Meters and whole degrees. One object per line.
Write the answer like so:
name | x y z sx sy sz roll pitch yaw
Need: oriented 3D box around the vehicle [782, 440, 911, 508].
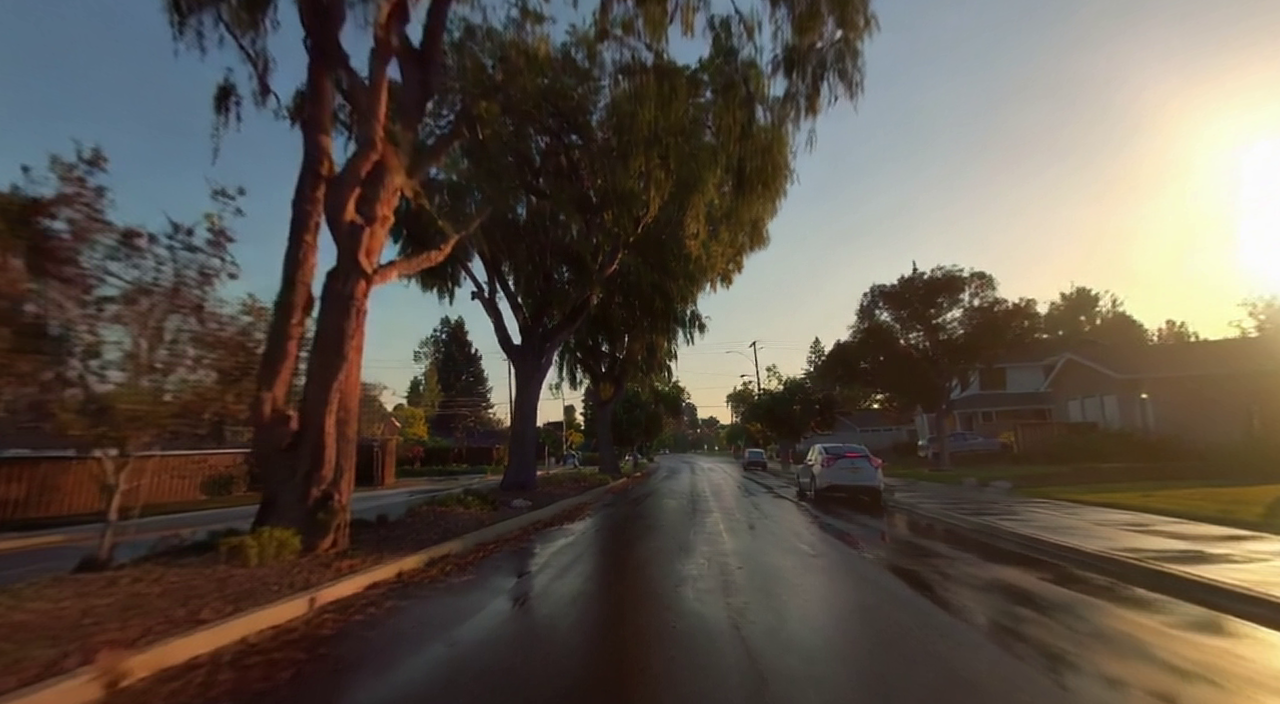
vehicle | 5.224 3.119 16.712 1.979 1.524 4.578 0 -8 2

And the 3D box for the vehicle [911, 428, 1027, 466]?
vehicle | 13.812 4.024 26.672 3.827 1.512 1.855 -1 -8 5
